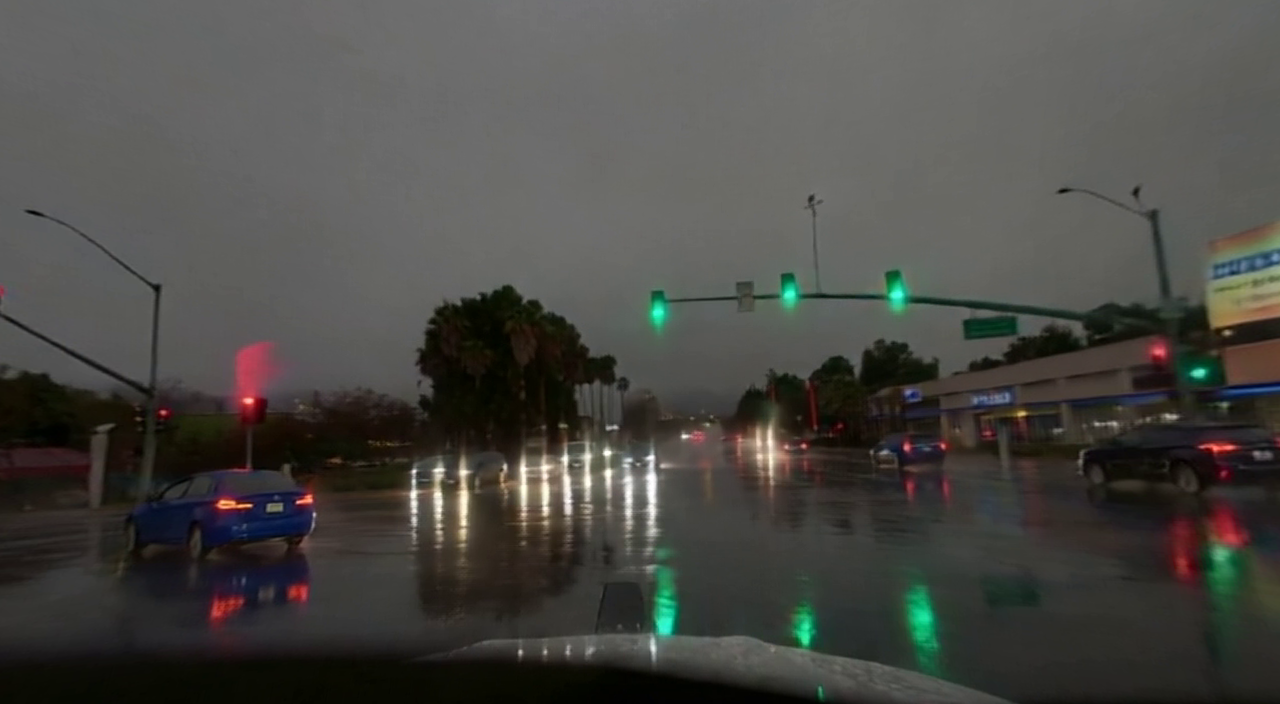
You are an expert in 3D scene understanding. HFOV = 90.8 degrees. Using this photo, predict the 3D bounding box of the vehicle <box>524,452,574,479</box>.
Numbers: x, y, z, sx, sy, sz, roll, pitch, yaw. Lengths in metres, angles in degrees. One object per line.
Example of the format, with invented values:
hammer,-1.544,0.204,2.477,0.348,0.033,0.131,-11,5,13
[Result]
vehicle,-5.363,6.725,37.689,1.973,1.474,4.495,-2,-9,5

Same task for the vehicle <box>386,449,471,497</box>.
vehicle,-9.620,5.486,29.065,2.090,1.593,4.176,-6,-6,6

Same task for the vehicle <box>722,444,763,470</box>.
vehicle,6.257,6.510,39.156,1.977,1.449,4.254,-1,-9,2

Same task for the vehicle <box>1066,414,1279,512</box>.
vehicle,11.991,2.390,13.882,2.199,1.773,4.568,-1,-9,3

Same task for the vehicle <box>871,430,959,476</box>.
vehicle,12.263,4.582,28.557,2.059,1.859,4.690,-1,-9,3

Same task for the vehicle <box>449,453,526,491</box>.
vehicle,-6.660,5.262,28.056,2.041,1.498,4.348,-2,-9,5

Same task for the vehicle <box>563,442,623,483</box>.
vehicle,-2.143,5.176,29.805,2.187,1.740,4.022,-2,-9,5

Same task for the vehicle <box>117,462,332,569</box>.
vehicle,-7.527,2.743,11.310,4.206,1.471,2.089,-9,-12,41

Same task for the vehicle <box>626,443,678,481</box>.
vehicle,0.652,5.099,29.558,2.041,1.473,4.221,-2,-7,6
